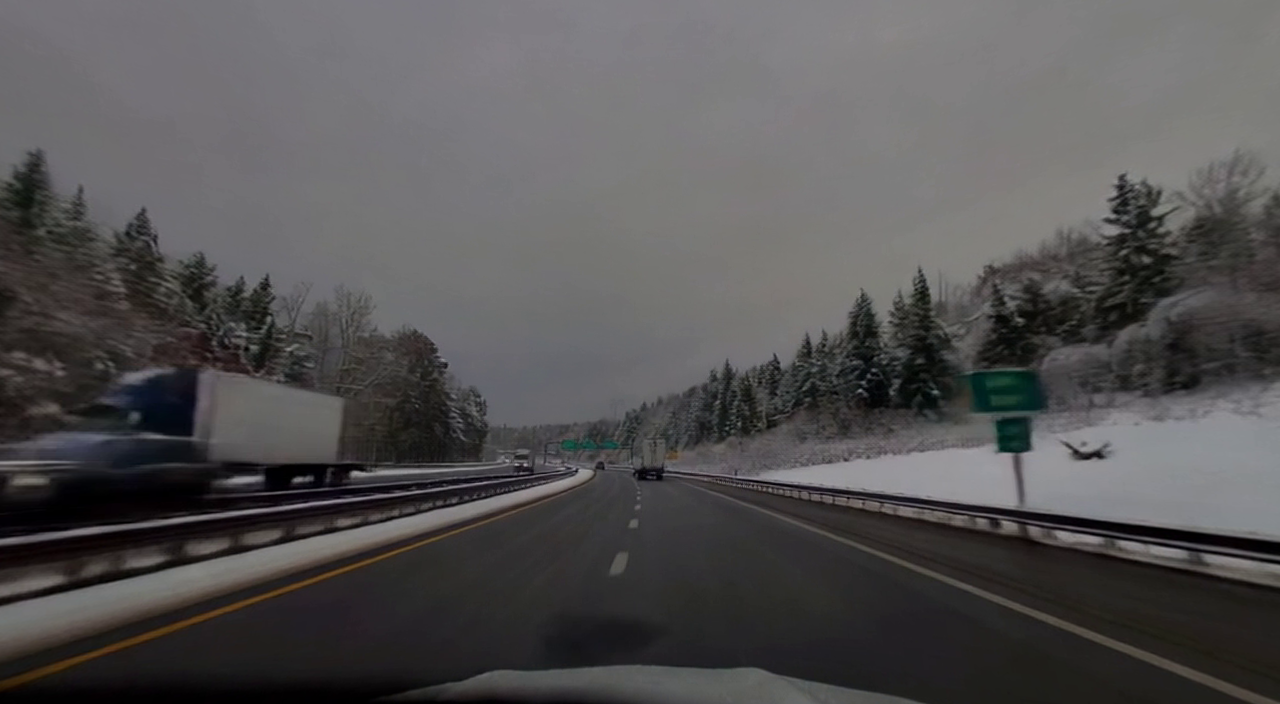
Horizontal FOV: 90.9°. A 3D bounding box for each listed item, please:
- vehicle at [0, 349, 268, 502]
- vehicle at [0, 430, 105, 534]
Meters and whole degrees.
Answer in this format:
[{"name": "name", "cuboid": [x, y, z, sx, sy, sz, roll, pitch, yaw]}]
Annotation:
[{"name": "vehicle", "cuboid": [-15.260, 2.442, 19.797, 3.462, 4.089, 5.413, 1, -11, 1]}, {"name": "vehicle", "cuboid": [-10.908, 1.910, 9.311, 1.919, 1.589, 4.558, 1, -11, 0]}]
